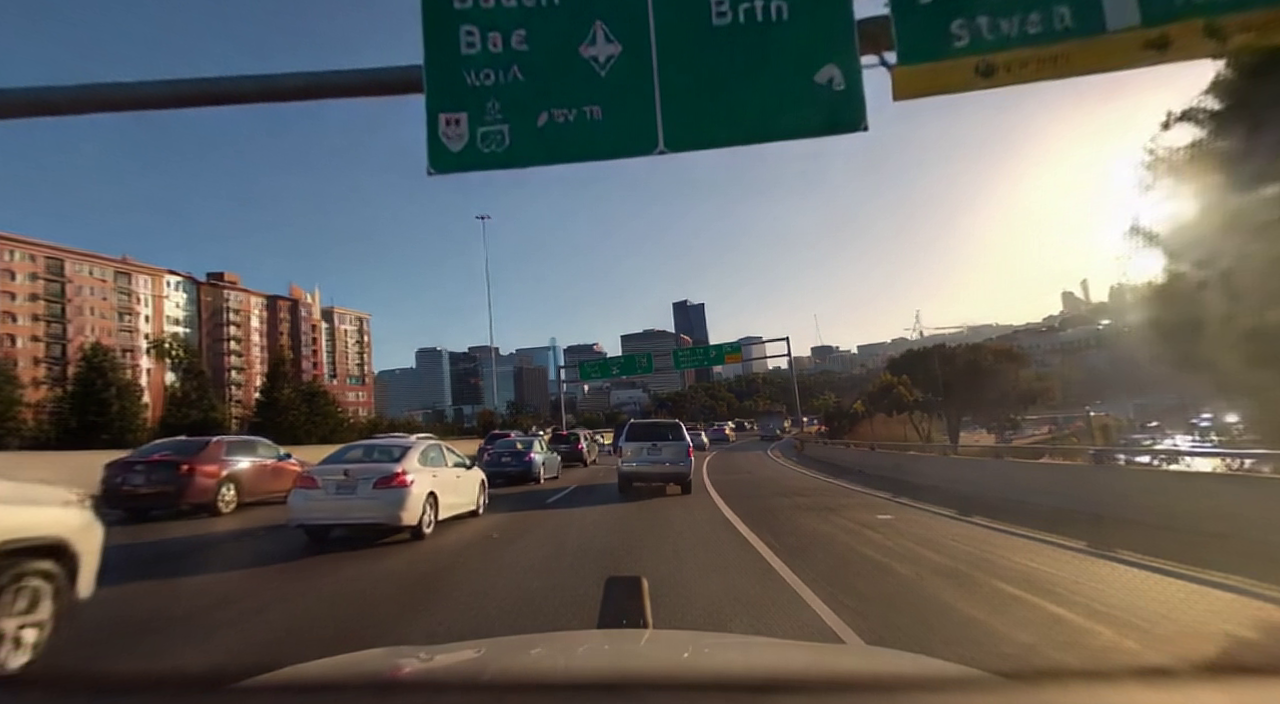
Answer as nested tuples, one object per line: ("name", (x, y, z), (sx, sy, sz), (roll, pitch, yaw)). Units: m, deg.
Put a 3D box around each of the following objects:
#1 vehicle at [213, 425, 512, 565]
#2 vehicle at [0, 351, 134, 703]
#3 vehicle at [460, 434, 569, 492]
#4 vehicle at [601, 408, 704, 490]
("vehicle", (-3.508, 1.918, 9.358), (1.998, 1.494, 5.020), (0, -8, 2))
("vehicle", (-4.270, 0.741, 1.984), (1.850, 1.862, 4.150), (0, -8, 0))
("vehicle", (-3.519, 3.206, 18.579), (2.087, 1.481, 4.225), (-1, -9, 4))
("vehicle", (0.441, 2.916, 19.046), (2.616, 2.063, 5.933), (0, -9, 3))
